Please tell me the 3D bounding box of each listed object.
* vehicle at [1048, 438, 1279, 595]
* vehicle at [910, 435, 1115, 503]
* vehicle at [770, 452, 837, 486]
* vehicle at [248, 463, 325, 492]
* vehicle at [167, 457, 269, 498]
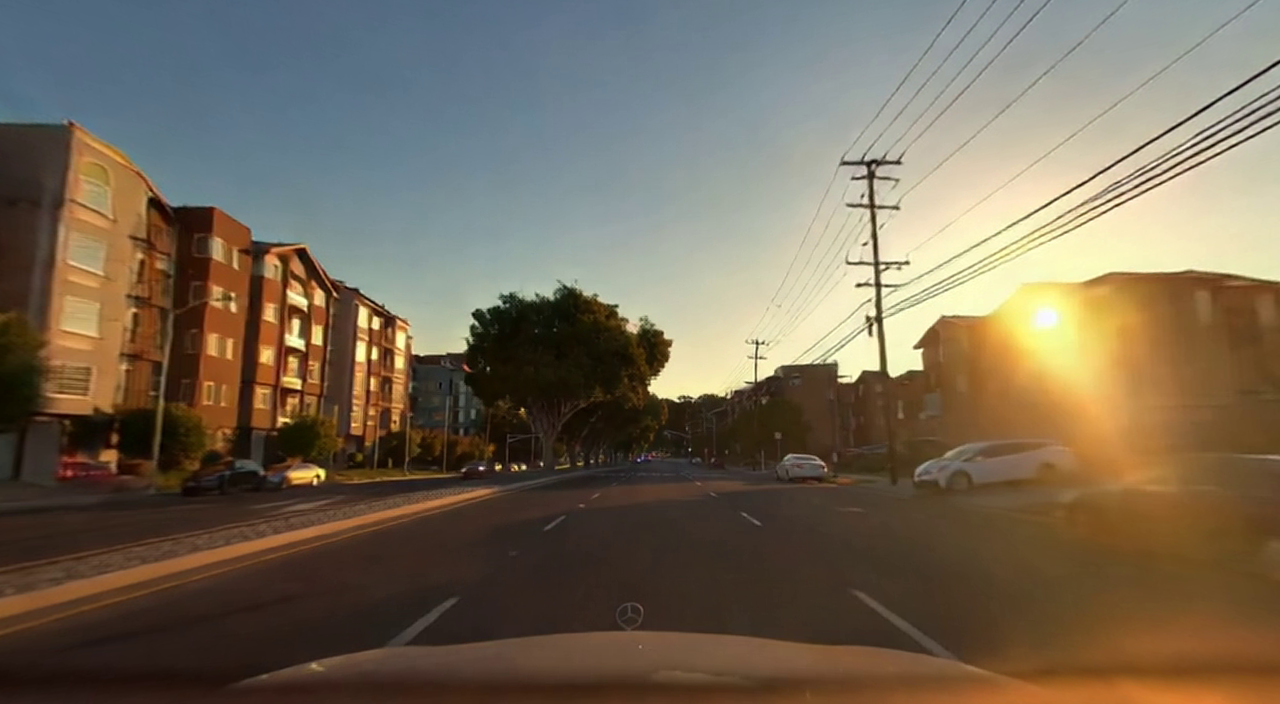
[{"bbox_3d":[7.143,1.760,7.324,1.927,1.494,4.362,0,-8,1],"label":"vehicle"},{"bbox_3d":[9.922,3.145,17.123,4.194,1.682,2.061,-1,-8,2],"label":"vehicle"},{"bbox_3d":[7.805,5.595,30.489,1.986,1.467,4.412,0,-8,-1],"label":"vehicle"},{"bbox_3d":[-21.606,7.657,38.800,1.906,1.487,4.773,-1,-8,1],"label":"vehicle"},{"bbox_3d":[-21.686,6.438,32.688,1.895,1.798,4.703,-1,-8,2],"label":"vehicle"}]
